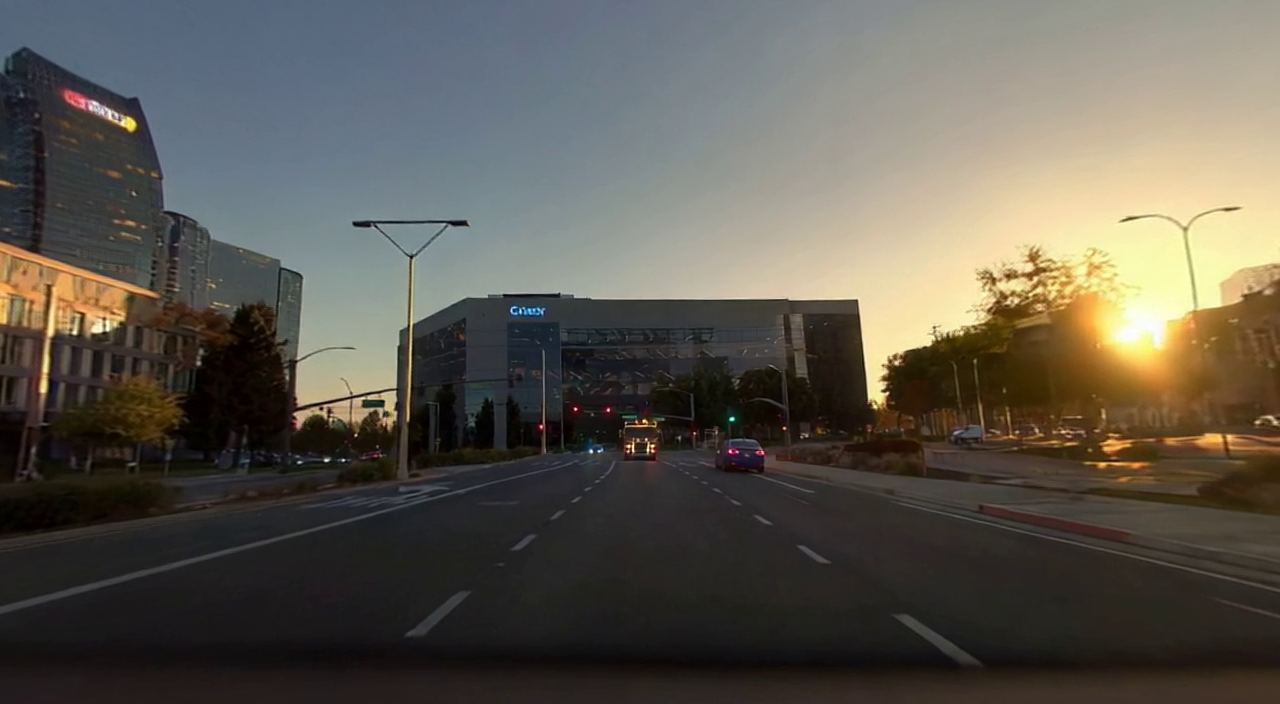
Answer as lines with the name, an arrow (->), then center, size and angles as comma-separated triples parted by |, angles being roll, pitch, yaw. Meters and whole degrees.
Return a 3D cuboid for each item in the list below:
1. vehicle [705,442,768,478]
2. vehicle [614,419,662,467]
vehicle -> 4.182, 4.745, 28.055 | 2.005, 1.442, 4.675 | 0, -8, -1
vehicle -> -0.133, 5.888, 40.852 | 2.833, 2.879, 6.572 | 0, -8, 0
